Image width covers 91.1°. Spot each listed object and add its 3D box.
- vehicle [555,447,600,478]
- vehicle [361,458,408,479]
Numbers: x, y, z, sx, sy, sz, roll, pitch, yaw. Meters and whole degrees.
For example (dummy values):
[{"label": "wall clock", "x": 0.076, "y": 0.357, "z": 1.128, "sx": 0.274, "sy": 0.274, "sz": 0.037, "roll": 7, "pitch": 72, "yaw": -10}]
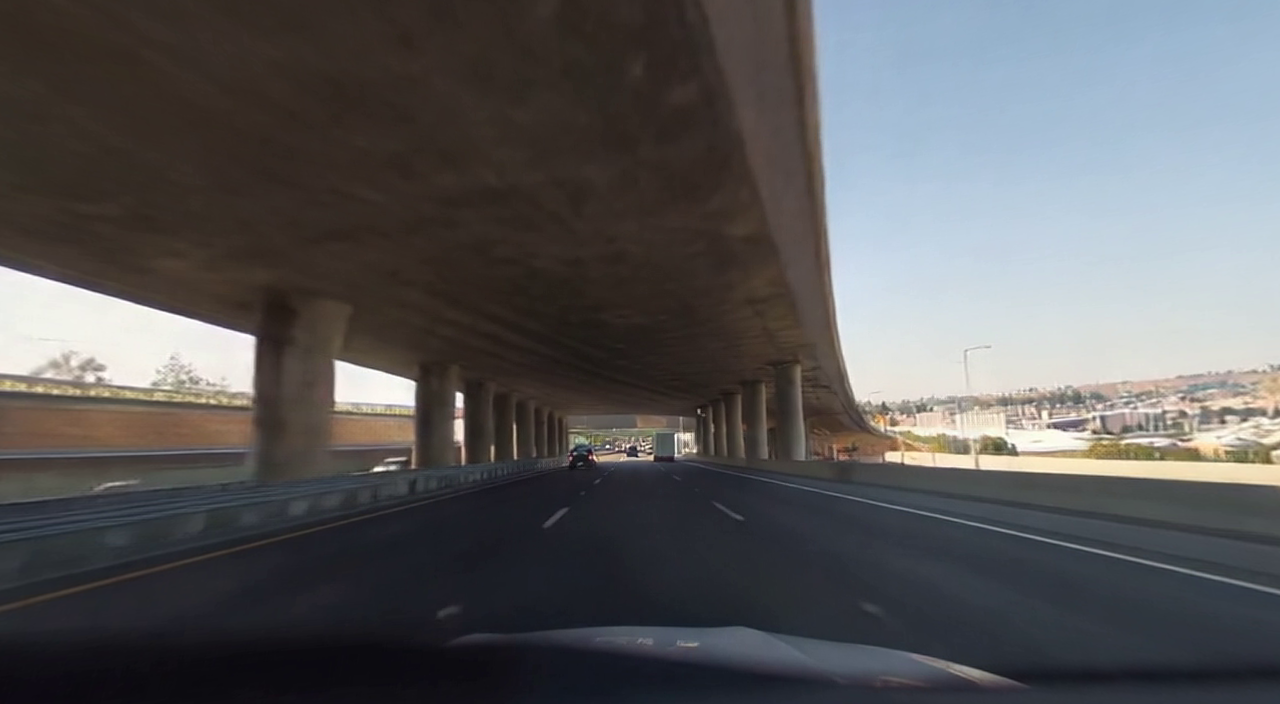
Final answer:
[{"label": "vehicle", "x": -3.324, "y": 5.968, "z": 34.248, "sx": 2.100, "sy": 1.525, "sz": 4.179, "roll": 0, "pitch": -9, "yaw": 0}, {"label": "vehicle", "x": -20.074, "y": 9.126, "z": 49.544, "sx": 1.831, "sy": 1.465, "sz": 4.565, "roll": 0, "pitch": -9, "yaw": -1}]
